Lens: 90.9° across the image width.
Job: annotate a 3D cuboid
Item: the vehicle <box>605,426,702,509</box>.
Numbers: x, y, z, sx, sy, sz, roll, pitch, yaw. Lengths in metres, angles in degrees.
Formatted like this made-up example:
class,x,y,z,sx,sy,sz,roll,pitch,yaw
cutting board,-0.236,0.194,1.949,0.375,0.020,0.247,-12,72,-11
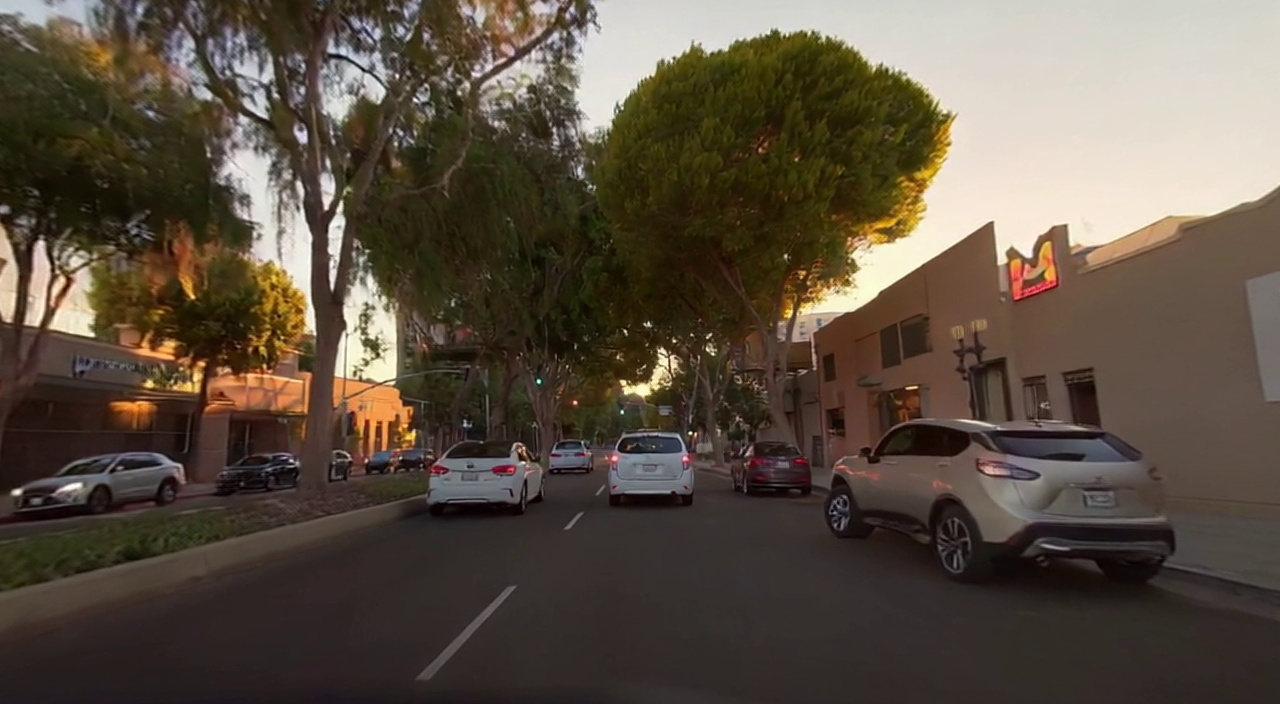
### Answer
class,x,y,z,sx,sy,sz,roll,pitch,yaw
vehicle,0.309,2.776,15.571,2.075,1.770,4.018,0,-8,0

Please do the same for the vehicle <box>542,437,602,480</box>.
class,x,y,z,sx,sy,sz,roll,pitch,yaw
vehicle,-3.038,4.884,29.185,2.135,1.806,4.514,0,-8,2

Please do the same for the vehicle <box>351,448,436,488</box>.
class,x,y,z,sx,sy,sz,roll,pitch,yaw
vehicle,-10.827,5.092,28.071,1.858,1.577,4.593,0,-8,1

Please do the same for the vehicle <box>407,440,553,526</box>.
class,x,y,z,sx,sy,sz,roll,pitch,yaw
vehicle,-3.067,2.592,13.105,1.908,1.474,4.257,0,-8,0

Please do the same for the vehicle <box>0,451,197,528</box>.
class,x,y,z,sx,sy,sz,roll,pitch,yaw
vehicle,-14.447,3.579,16.967,2.056,1.619,4.270,-4,-8,-1

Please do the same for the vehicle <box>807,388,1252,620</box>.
class,x,y,z,sx,sy,sz,roll,pitch,yaw
vehicle,4.039,1.699,8.228,2.038,1.865,5.786,2,-9,-1

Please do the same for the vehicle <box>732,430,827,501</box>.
class,x,y,z,sx,sy,sz,roll,pitch,yaw
vehicle,4.040,3.355,19.032,2.025,1.813,4.372,2,-8,2

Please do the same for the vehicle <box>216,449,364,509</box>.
class,x,y,z,sx,sy,sz,roll,pitch,yaw
vehicle,-10.844,3.919,20.016,2.158,1.494,4.480,-4,-9,1
